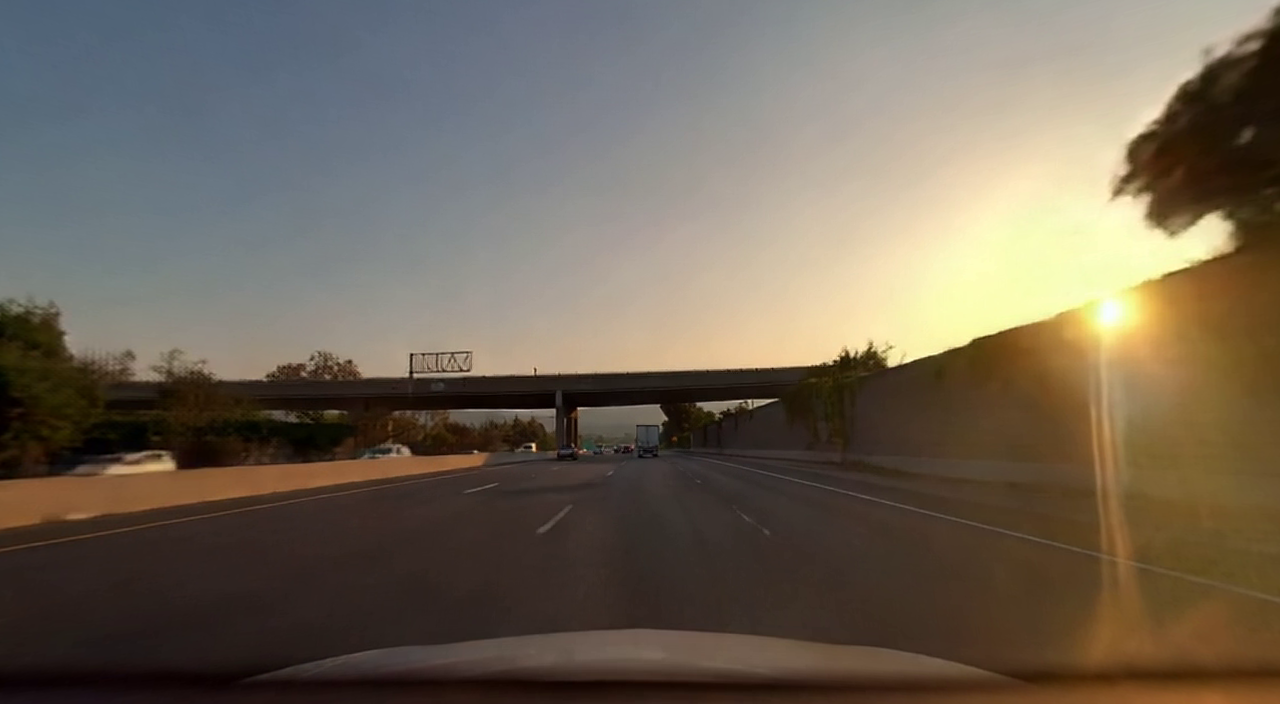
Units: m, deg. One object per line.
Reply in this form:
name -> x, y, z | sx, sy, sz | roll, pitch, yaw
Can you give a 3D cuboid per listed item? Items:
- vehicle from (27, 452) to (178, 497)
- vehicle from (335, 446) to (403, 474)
vehicle -> -24.976, 5.676, 29.691 | 2.098, 1.822, 5.501 | -1, -8, 3
vehicle -> -16.157, 6.439, 37.880 | 2.009, 1.568, 4.433 | 0, -8, 1
